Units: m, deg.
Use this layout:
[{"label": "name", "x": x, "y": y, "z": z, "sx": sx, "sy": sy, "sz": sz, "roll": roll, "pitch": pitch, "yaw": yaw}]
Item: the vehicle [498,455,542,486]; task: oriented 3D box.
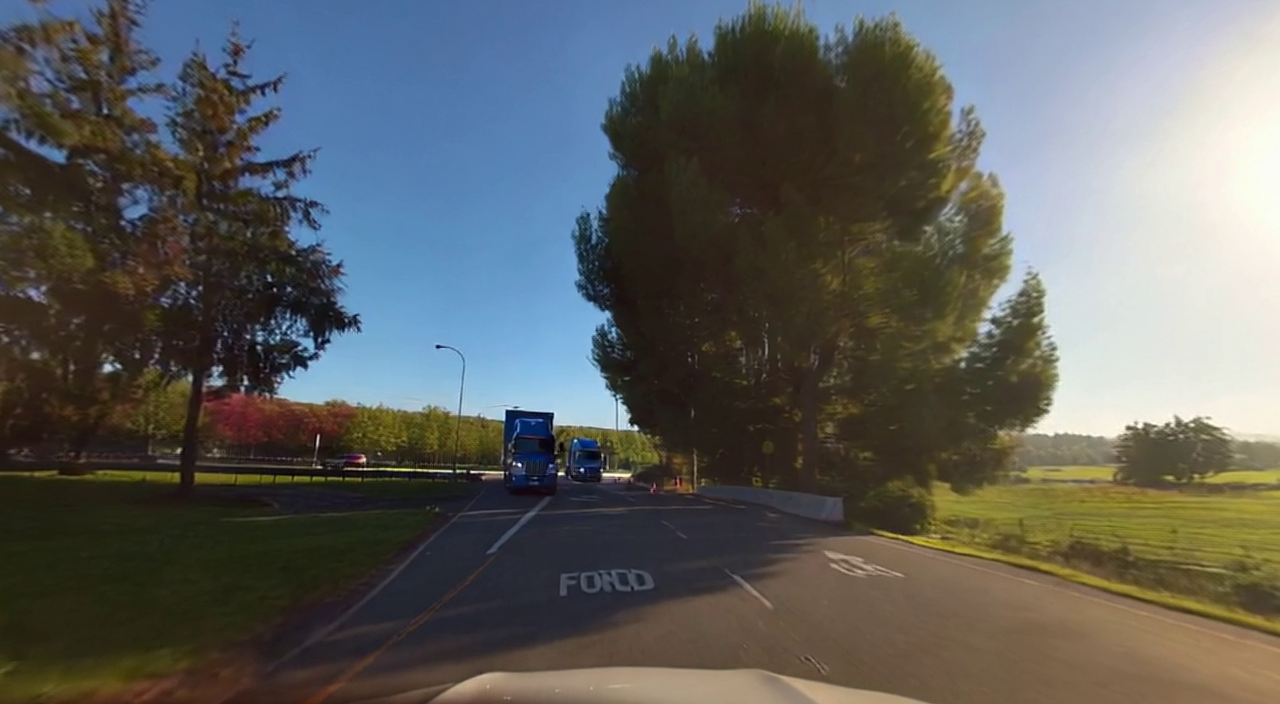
[{"label": "vehicle", "x": -6.440, "y": 6.426, "z": 34.142, "sx": 2.039, "sy": 1.536, "sz": 3.648, "roll": 2, "pitch": -10, "yaw": -6}]

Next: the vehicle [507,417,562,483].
[{"label": "vehicle", "x": -7.078, "y": 6.852, "z": 43.231, "sx": 3.025, "sy": 4.012, "sz": 8.399, "roll": 2, "pitch": -11, "yaw": -6}]
